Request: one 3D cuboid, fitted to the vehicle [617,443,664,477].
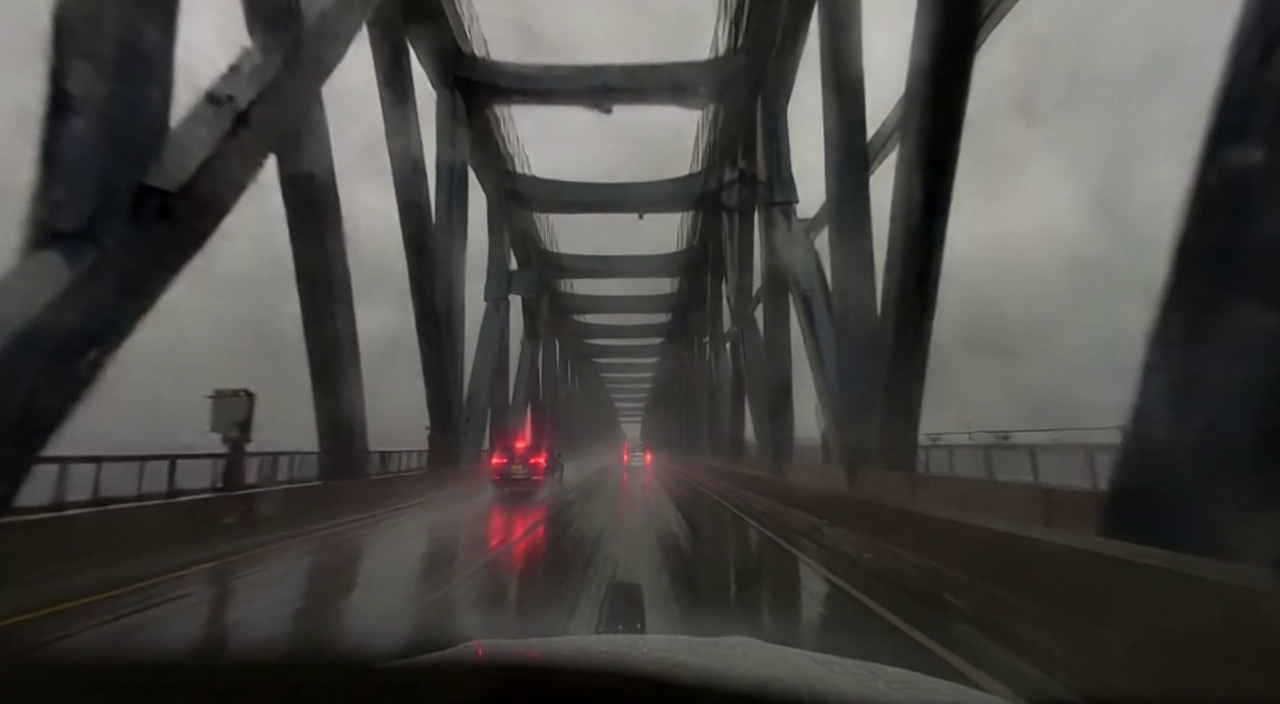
[{"bbox_3d":[0.014,4.987,29.385,2.048,1.450,3.973,0,-9,-1],"label":"vehicle"}]

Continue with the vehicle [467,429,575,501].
[{"bbox_3d":[-3.313,3.262,18.648,2.190,1.807,4.741,-1,-9,1],"label":"vehicle"}]
